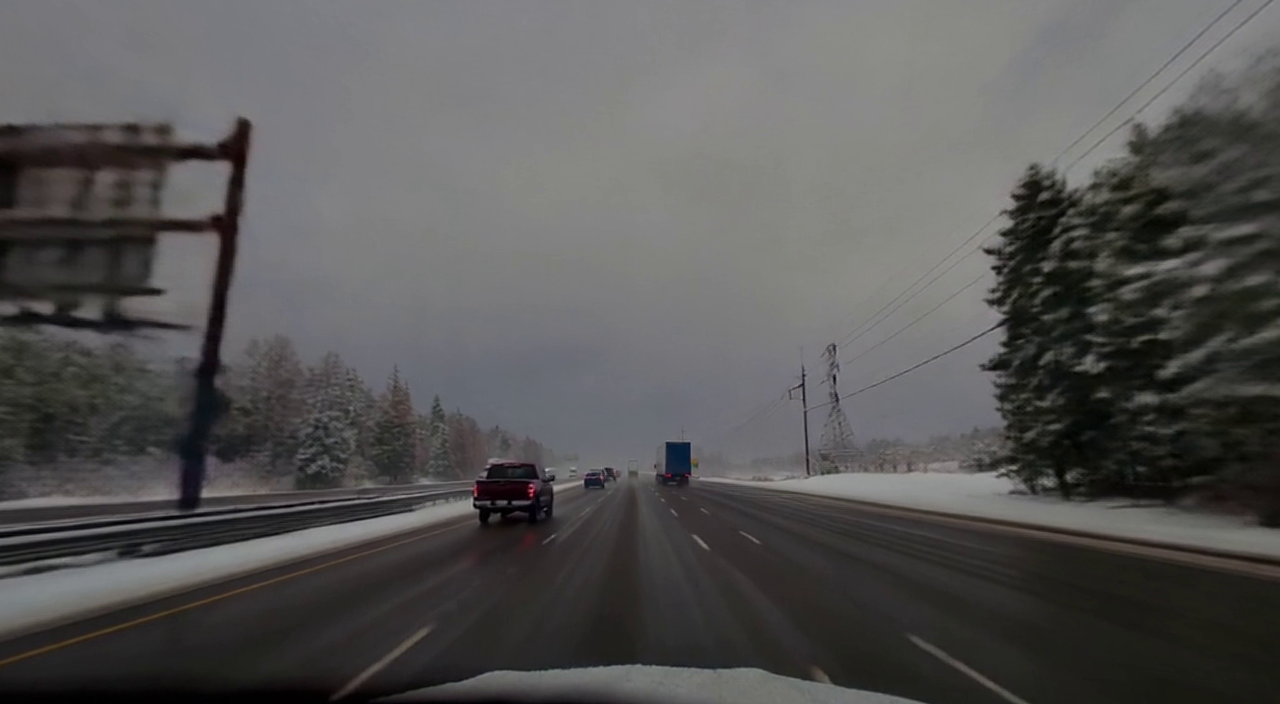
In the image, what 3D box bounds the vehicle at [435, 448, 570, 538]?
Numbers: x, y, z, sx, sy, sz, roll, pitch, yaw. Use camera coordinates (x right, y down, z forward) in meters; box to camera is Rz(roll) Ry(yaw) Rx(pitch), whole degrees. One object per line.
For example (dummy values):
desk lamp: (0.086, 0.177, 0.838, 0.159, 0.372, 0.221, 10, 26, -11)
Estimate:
vehicle: (-2.941, 3.180, 14.616, 2.065, 1.722, 4.441, 1, -11, 1)
